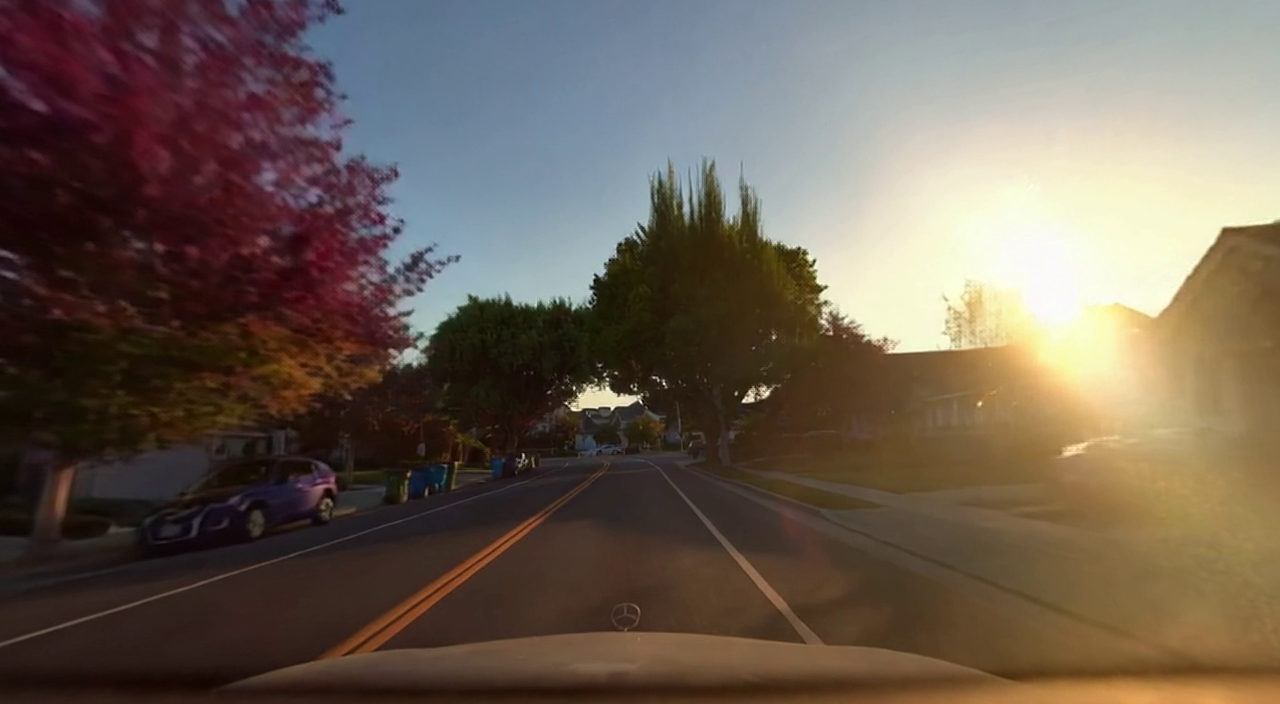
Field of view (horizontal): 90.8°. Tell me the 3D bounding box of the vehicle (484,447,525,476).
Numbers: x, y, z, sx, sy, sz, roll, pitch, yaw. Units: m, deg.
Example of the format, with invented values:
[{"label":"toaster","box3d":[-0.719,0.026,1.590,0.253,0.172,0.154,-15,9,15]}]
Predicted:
[{"label":"vehicle","box3d":[-9.492,7.681,44.514,1.998,1.689,4.384,-4,-8,-2]}]
